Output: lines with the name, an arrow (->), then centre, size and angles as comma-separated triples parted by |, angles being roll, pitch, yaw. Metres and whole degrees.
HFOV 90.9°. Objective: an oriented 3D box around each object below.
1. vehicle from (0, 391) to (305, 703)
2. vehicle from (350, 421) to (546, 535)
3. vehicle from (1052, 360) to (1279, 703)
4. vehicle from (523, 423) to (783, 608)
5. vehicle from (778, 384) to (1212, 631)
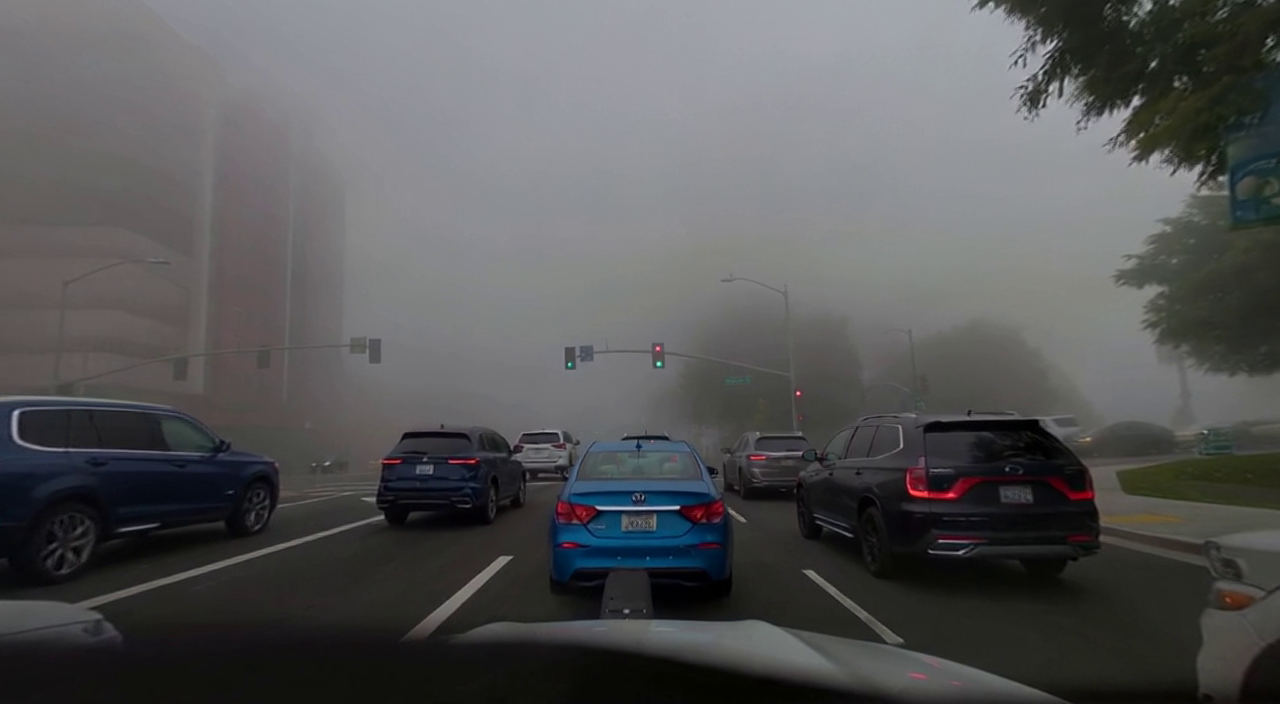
vehicle -> -3.359, 0.845, 1.827 | 2.144, 1.505, 4.635 | -1, -9, 1
vehicle -> -3.306, 2.282, 12.028 | 2.168, 1.719, 4.561 | -1, -8, 2
vehicle -> 2.878, 0.595, 0.452 | 2.051, 1.548, 4.532 | 0, -8, 0
vehicle -> 0.094, 1.656, 7.270 | 2.147, 1.507, 3.953 | 0, -8, 0
vehicle -> 3.071, 1.451, 6.838 | 2.108, 1.785, 4.334 | 0, -9, -1
